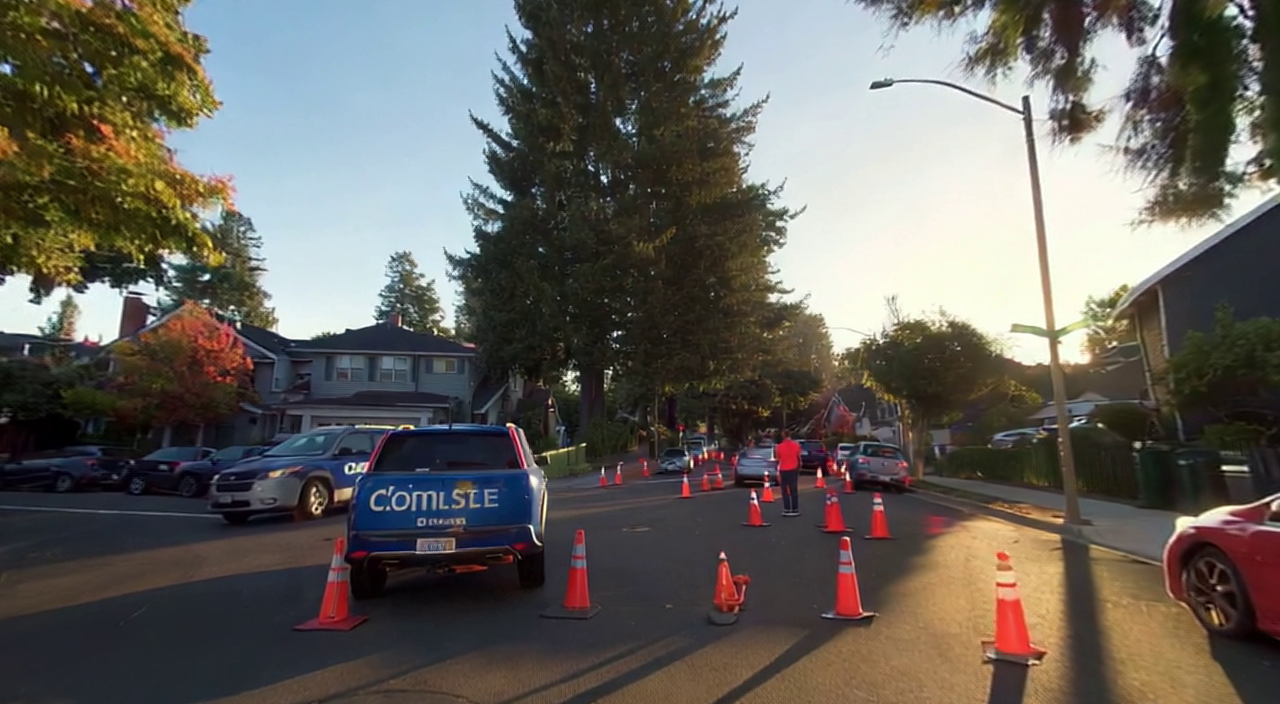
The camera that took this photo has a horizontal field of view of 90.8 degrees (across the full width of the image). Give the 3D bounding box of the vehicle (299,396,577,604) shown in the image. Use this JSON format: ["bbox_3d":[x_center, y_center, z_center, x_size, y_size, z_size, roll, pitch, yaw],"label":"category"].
[{"bbox_3d":[-2.345,1.592,7.702,2.350,1.748,4.094,3,-9,-17],"label":"vehicle"}]

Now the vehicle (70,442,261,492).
[{"bbox_3d":[-15.273,3.673,20.427,5.022,1.497,1.996,-2,-9,12],"label":"vehicle"}]

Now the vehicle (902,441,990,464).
[{"bbox_3d":[20.982,6.907,43.497,5.066,1.534,1.905,-1,-9,7],"label":"vehicle"}]

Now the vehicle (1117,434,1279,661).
[{"bbox_3d":[5.011,1.184,3.436,1.808,1.490,4.711,-2,-9,10],"label":"vehicle"}]

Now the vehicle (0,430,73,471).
[{"bbox_3d":[-30.795,4.811,30.881,1.908,1.898,4.120,-2,-9,10],"label":"vehicle"}]

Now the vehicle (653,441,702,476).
[{"bbox_3d":[2.085,5.651,33.850,2.014,1.742,4.297,-2,-9,12],"label":"vehicle"}]

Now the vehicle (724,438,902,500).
[{"bbox_3d":[5.090,3.364,18.686,4.656,1.577,2.099,2,-8,-20],"label":"vehicle"}]
